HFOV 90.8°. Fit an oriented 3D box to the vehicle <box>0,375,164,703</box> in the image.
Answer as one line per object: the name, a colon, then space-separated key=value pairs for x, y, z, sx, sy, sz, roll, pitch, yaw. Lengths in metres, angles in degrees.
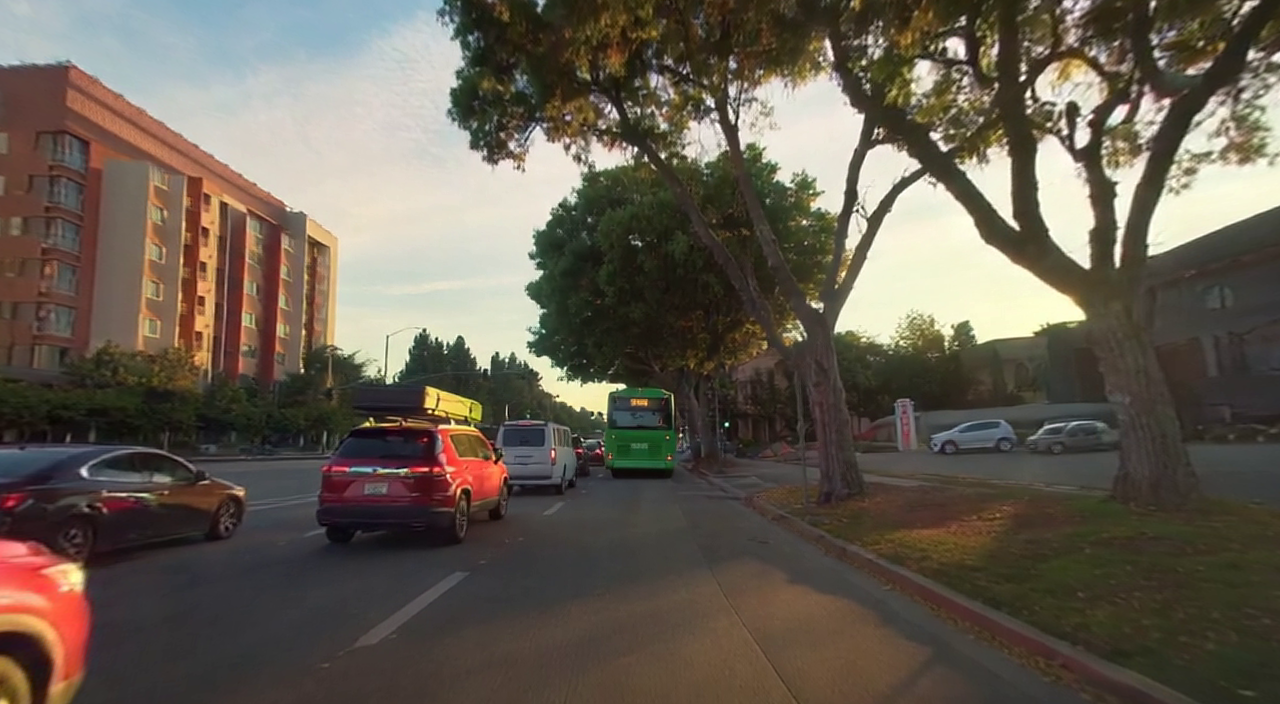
vehicle: x=-3.300 y=0.647 z=0.683 sx=2.042 sy=1.571 sz=4.475 roll=0 pitch=-9 yaw=0

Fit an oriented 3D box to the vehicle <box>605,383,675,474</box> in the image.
vehicle: x=0.021 y=4.180 z=33.083 sx=2.970 sy=3.857 sz=12.200 roll=0 pitch=-9 yaw=0

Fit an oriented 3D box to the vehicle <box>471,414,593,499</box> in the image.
vehicle: x=-2.981 y=3.103 z=19.099 sx=2.546 sy=2.125 sz=5.869 roll=0 pitch=-9 yaw=1

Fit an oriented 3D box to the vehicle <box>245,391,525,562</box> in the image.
vehicle: x=-3.318 y=1.779 z=9.657 sx=2.095 sy=1.892 sz=5.043 roll=0 pitch=-9 yaw=1
